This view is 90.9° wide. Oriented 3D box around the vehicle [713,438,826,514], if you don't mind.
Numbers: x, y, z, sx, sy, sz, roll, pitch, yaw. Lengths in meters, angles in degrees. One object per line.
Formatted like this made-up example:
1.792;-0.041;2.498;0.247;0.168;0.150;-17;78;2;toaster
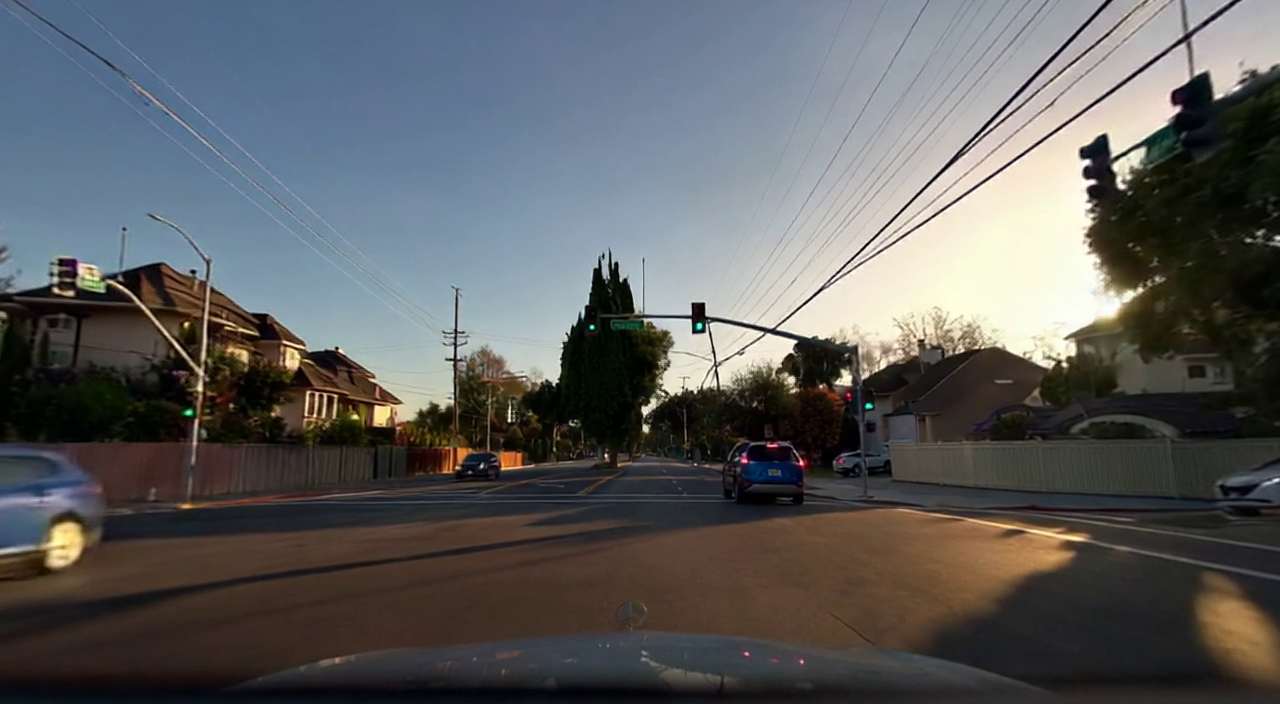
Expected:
3.501;3.451;18.100;2.144;1.843;4.827;0;-9;-1;vehicle

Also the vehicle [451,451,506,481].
-10.072;7.116;39.699;2.241;1.620;4.511;-3;-9;1;vehicle

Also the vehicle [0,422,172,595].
-7.307;1.553;6.271;1.981;1.689;4.233;0;-9;1;vehicle

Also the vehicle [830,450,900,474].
15.579;7.643;43.835;4.135;1.558;1.929;0;-8;3;vehicle
